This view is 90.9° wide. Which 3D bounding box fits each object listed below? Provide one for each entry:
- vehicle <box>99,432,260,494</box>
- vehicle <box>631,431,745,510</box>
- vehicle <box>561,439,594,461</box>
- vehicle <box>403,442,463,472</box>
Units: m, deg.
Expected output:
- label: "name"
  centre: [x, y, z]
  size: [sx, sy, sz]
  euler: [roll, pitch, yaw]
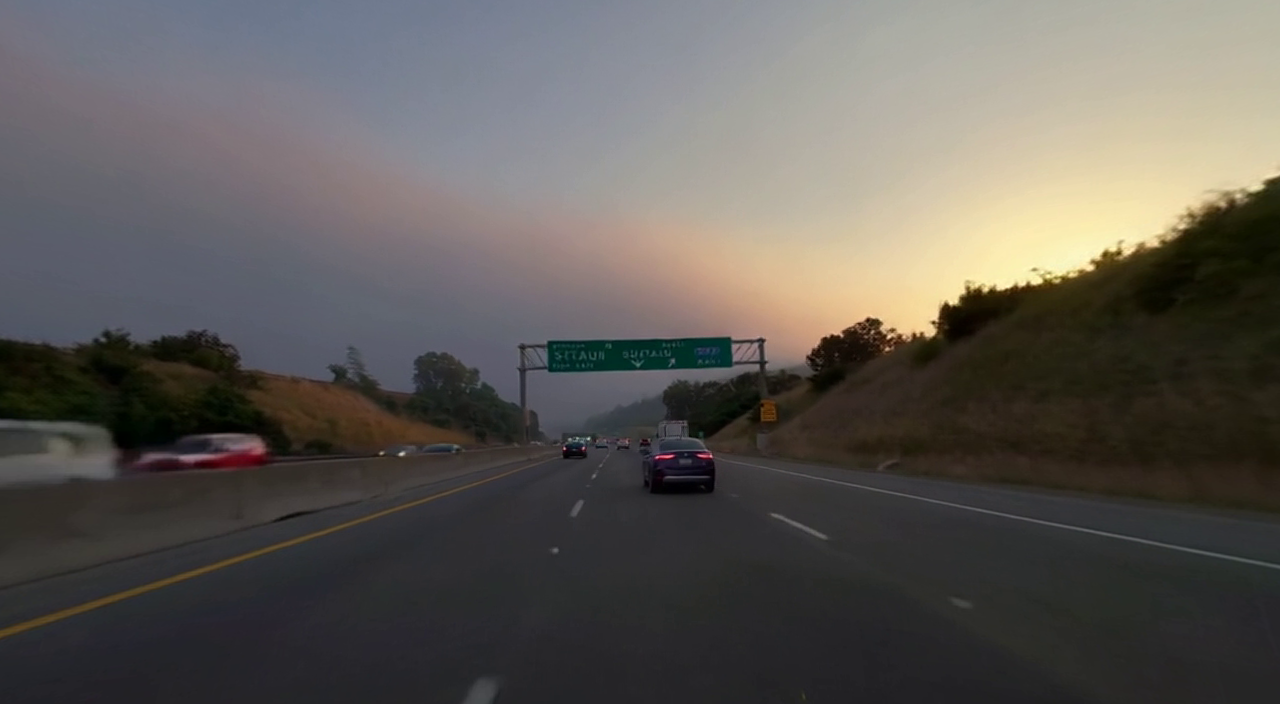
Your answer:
- label: "vehicle"
  centre: [-15.236, 3.647, 21.289]
  size: [1.932, 1.821, 4.867]
  euler: [0, -8, -3]
- label: "vehicle"
  centre: [0.892, 2.594, 14.491]
  size: [1.961, 1.495, 4.743]
  euler: [1, -8, -4]
- label: "vehicle"
  centre: [-4.427, 6.977, 45.083]
  size: [2.055, 1.466, 4.317]
  euler: [0, -8, -2]
- label: "vehicle"
  centre: [-11.187, 5.675, 34.377]
  size: [1.891, 1.440, 4.367]
  euler: [0, -8, -2]
